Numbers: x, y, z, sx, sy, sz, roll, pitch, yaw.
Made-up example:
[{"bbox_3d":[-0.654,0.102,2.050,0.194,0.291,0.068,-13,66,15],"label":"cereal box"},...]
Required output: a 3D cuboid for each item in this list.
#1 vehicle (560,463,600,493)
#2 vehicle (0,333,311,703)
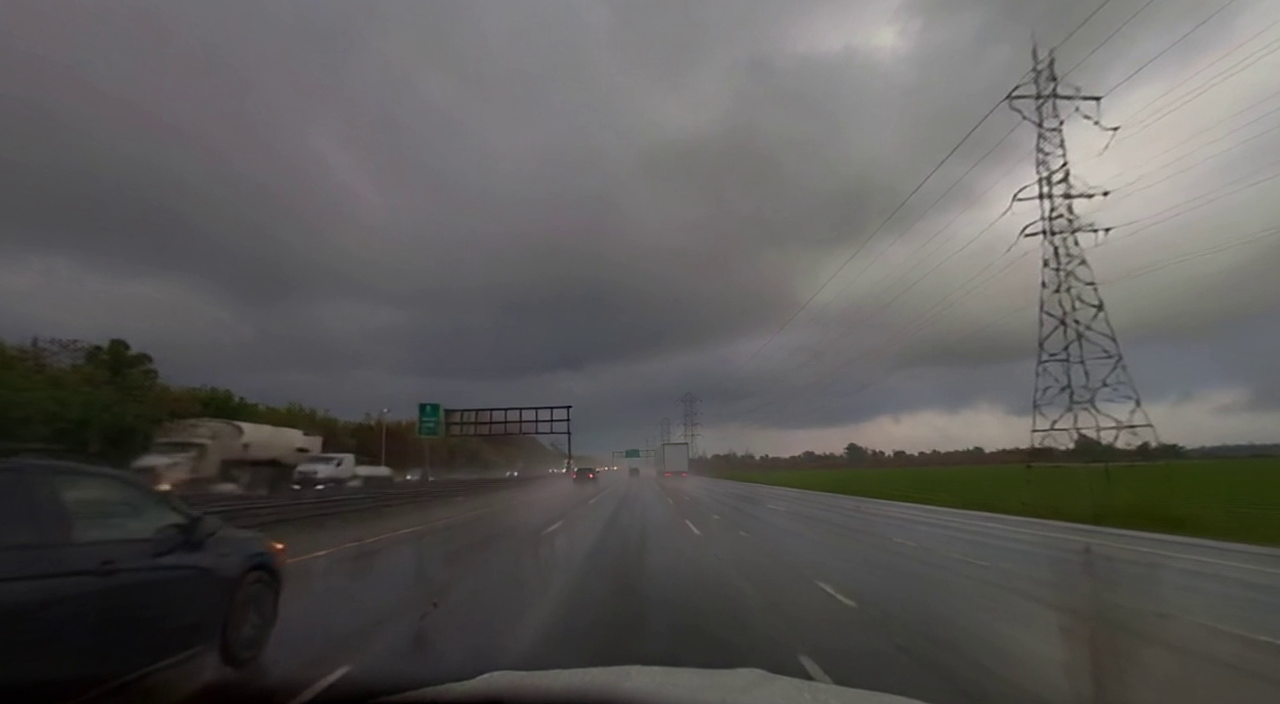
[{"bbox_3d":[-3.478,7.434,37.354,1.942,1.597,3.943,1,-11,0],"label":"vehicle"},{"bbox_3d":[-3.314,0.764,2.060,2.065,1.722,4.441,1,-11,-1],"label":"vehicle"}]
